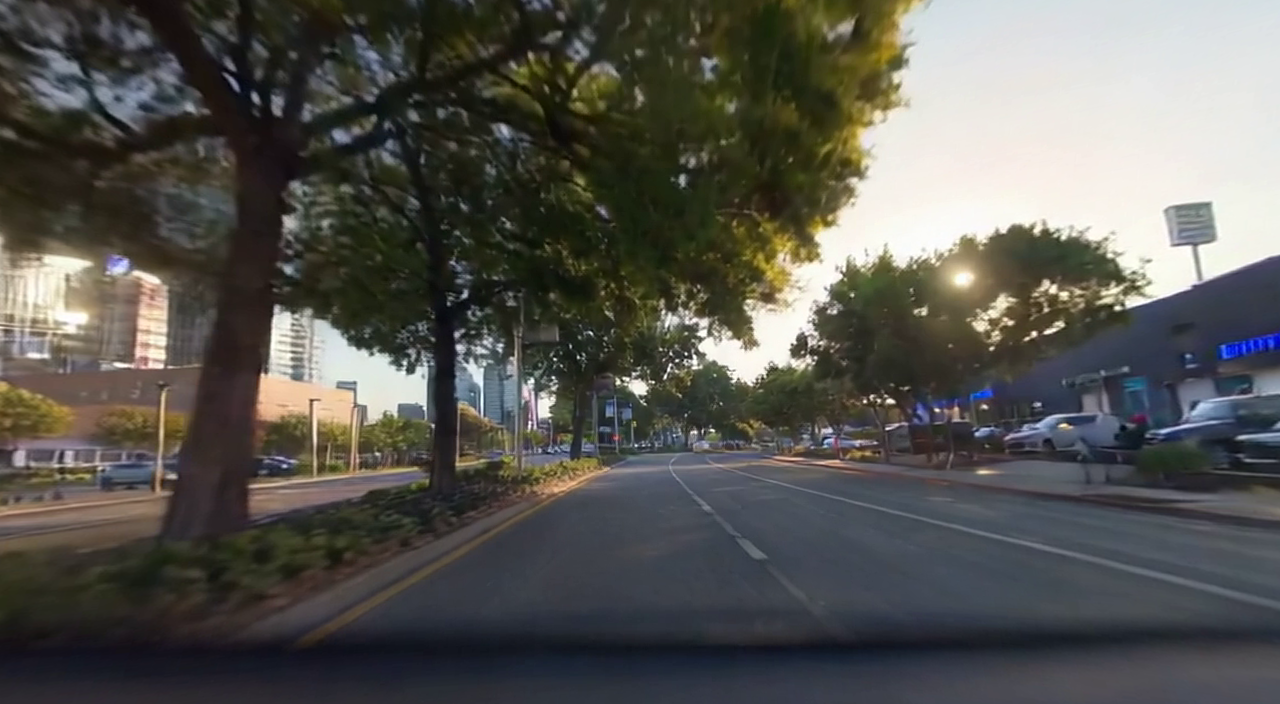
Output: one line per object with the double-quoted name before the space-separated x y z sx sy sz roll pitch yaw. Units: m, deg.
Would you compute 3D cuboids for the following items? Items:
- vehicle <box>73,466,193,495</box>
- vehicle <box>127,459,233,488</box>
"vehicle" -28.321 7.185 35.513 4.783 1.398 1.951 3 -9 -21
"vehicle" -28.466 7.503 39.322 4.954 1.628 2.012 4 -9 -24
